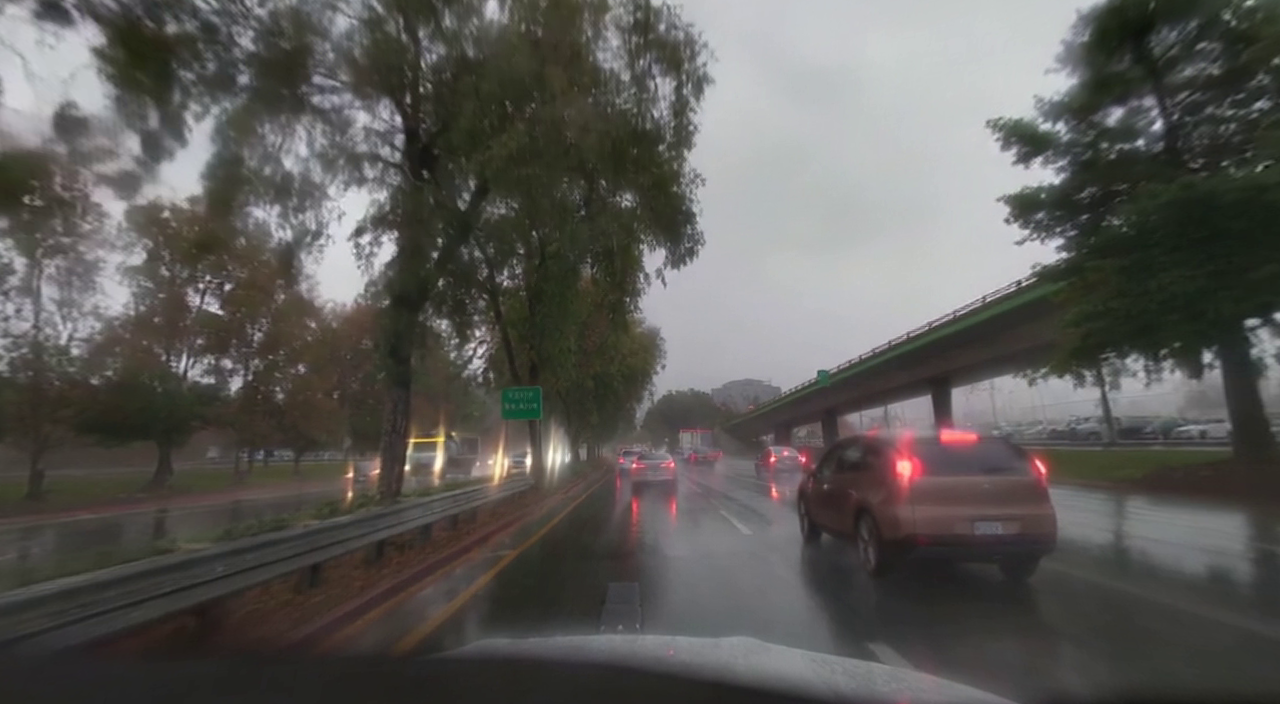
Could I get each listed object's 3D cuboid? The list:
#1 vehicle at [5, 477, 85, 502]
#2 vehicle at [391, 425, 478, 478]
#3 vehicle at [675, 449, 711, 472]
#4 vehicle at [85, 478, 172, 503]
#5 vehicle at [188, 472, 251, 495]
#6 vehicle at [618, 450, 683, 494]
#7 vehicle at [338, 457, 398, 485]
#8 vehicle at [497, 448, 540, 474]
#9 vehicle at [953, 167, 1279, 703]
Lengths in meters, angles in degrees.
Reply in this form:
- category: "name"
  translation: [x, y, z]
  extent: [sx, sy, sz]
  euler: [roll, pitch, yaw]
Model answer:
- category: "vehicle"
  translation: [-45.191, 10.444, 48.043]
  extent: [4.067, 1.637, 1.836]
  euler: [-1, -10, -1]
- category: "vehicle"
  translation: [-15.772, 7.782, 49.696]
  extent: [3.206, 3.617, 10.684]
  euler: [0, -9, 0]
- category: "vehicle"
  translation: [3.420, 7.071, 41.474]
  extent: [1.962, 1.431, 4.205]
  euler: [0, -9, 0]
- category: "vehicle"
  translation: [-32.656, 8.863, 40.397]
  extent: [3.907, 1.435, 1.765]
  euler: [0, -9, -2]
- category: "vehicle"
  translation: [-31.999, 10.011, 48.114]
  extent: [3.691, 1.460, 1.668]
  euler: [-4, -10, 3]
- category: "vehicle"
  translation: [0.328, 4.008, 21.473]
  extent: [2.027, 1.341, 3.775]
  euler: [0, -9, 0]
- category: "vehicle"
  translation: [-19.225, 8.431, 44.890]
  extent: [2.091, 1.771, 4.727]
  euler: [0, -9, 0]
- category: "vehicle"
  translation: [-8.773, 7.882, 46.060]
  extent: [2.165, 1.764, 4.671]
  euler: [0, -9, 1]
- category: "vehicle"
  translation: [3.360, 0.509, 1.611]
  extent: [2.588, 2.321, 4.927]
  euler: [0, -9, 1]
